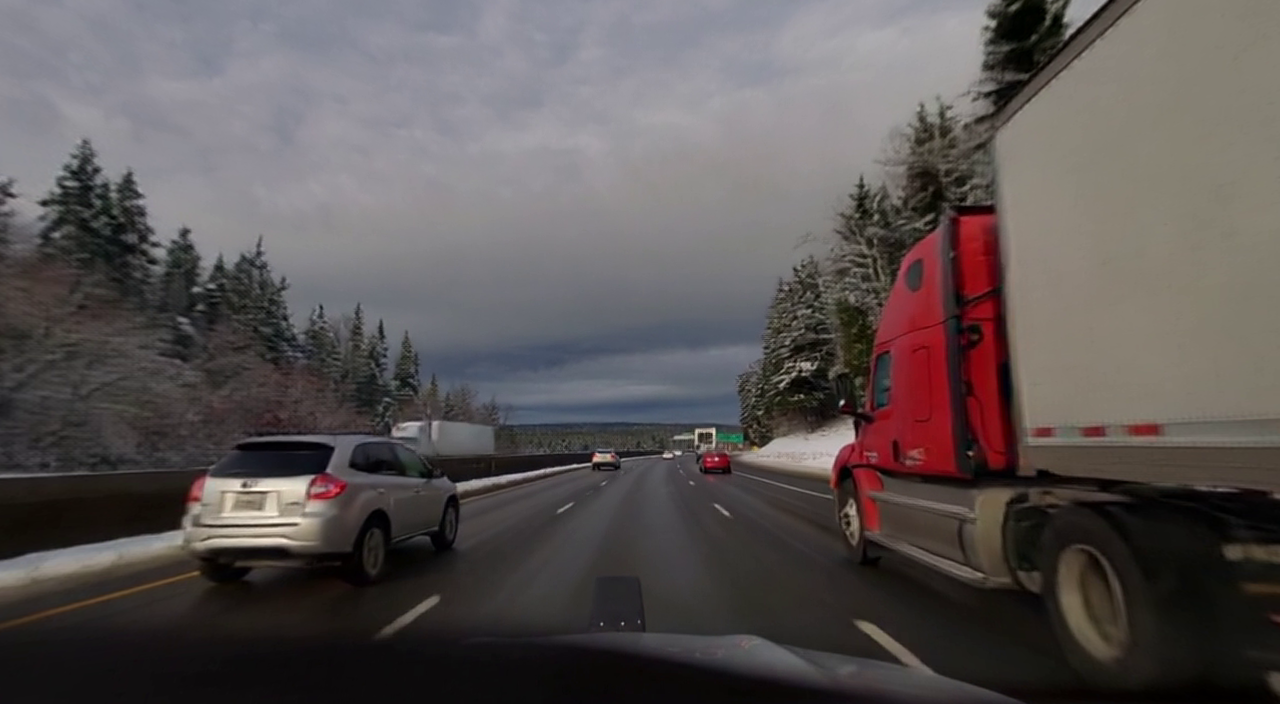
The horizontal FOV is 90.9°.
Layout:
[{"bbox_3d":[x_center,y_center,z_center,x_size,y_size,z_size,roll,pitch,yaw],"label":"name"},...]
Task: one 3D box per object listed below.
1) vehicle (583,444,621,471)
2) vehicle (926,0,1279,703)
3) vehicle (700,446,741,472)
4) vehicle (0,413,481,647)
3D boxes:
[{"bbox_3d":[-2.420,6.897,41.291,2.017,1.683,4.309,0,-9,2],"label":"vehicle"},{"bbox_3d":[4.315,-0.667,0.521,2.914,3.998,11.103,0,-9,0],"label":"vehicle"},{"bbox_3d":[5.155,6.914,40.812,2.176,1.598,3.878,0,-9,1],"label":"vehicle"},{"bbox_3d":[-3.365,1.556,6.631,2.085,1.530,4.809,0,-9,1],"label":"vehicle"}]
